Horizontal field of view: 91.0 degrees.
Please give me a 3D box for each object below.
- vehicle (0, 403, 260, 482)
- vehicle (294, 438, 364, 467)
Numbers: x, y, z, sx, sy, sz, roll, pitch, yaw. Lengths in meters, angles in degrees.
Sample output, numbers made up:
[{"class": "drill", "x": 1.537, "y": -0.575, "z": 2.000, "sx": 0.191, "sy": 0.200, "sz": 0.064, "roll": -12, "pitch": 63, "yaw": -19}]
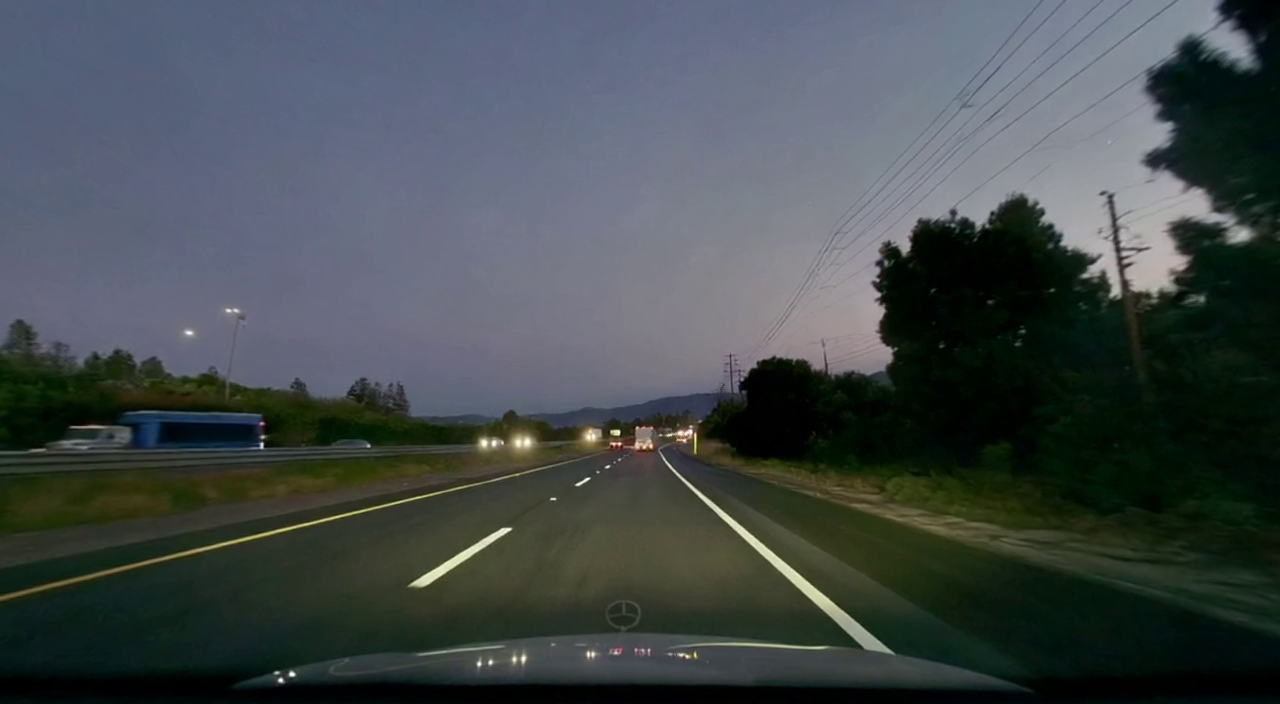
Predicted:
[{"class": "vehicle", "x": -25.291, "y": 4.752, "z": 32.748, "sx": 3.059, "sy": 3.310, "sz": 12.676, "roll": 0, "pitch": -9, "yaw": 0}, {"class": "vehicle", "x": -20.448, "y": 6.658, "z": 41.701, "sx": 2.122, "sy": 1.764, "sz": 4.712, "roll": 0, "pitch": -9, "yaw": 1}]
